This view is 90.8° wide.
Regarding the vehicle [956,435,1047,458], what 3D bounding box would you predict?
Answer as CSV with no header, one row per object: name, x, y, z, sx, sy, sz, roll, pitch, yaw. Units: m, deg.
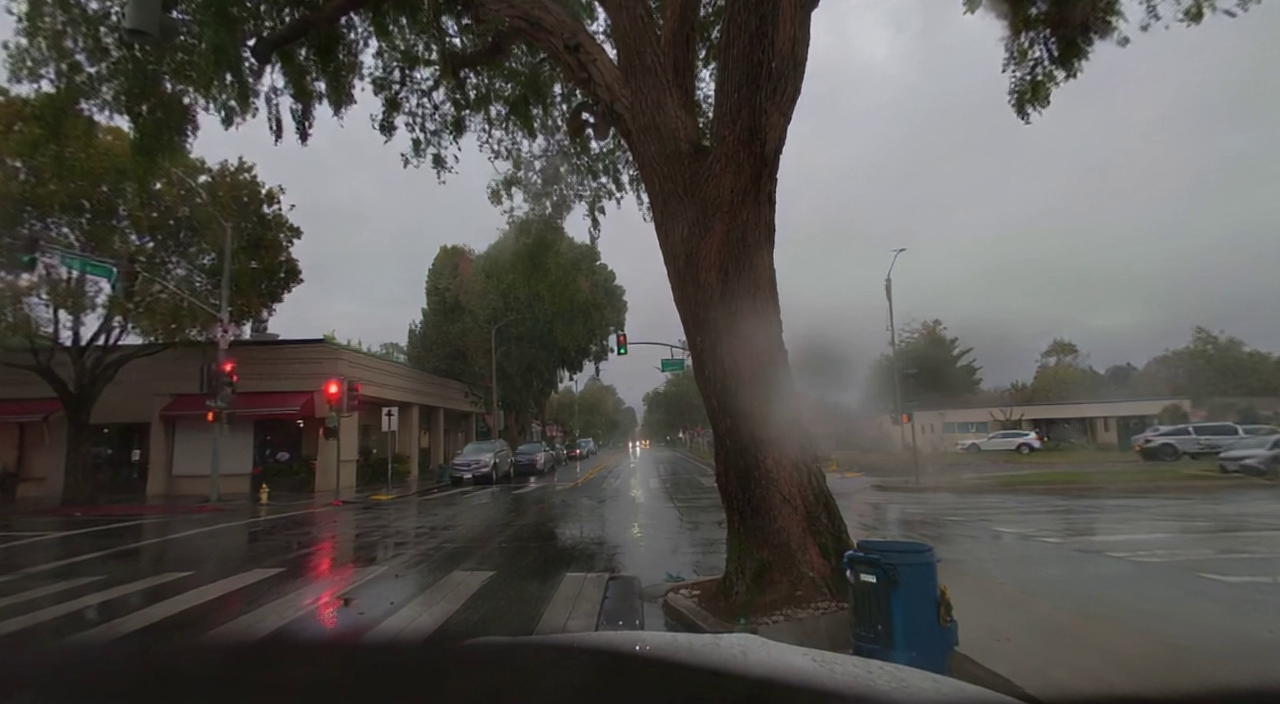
vehicle,25.014,6.553,43.831,5.172,1.515,1.851,0,-9,-2

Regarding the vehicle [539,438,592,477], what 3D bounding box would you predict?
vehicle,-3.647,5.285,31.908,2.120,1.783,4.788,0,-9,0

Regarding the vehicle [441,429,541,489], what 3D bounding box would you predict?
vehicle,-6.497,4.819,28.850,2.896,2.339,7.322,0,-9,-1

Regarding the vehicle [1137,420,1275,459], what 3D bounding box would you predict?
vehicle,33.275,5.166,37.238,5.969,2.149,2.331,0,-9,-3
